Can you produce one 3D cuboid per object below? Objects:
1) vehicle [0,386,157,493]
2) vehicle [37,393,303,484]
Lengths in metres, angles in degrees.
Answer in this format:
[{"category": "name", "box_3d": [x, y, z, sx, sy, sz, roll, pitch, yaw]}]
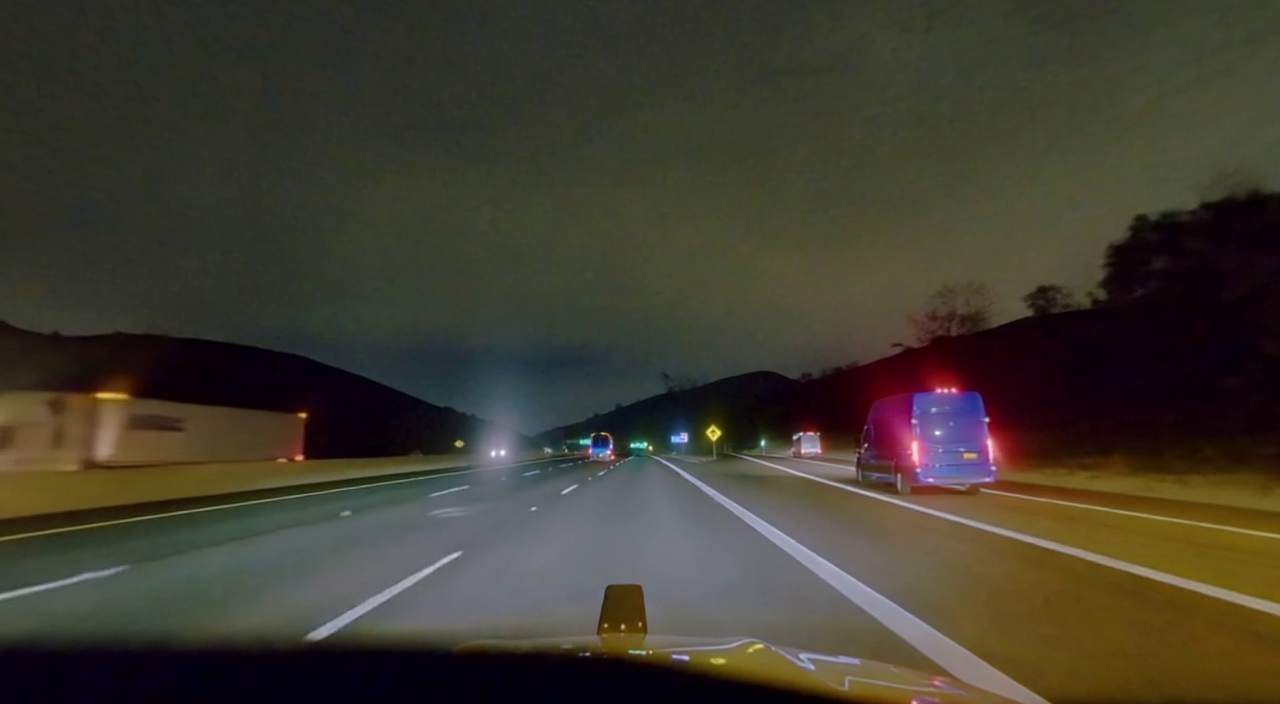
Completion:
[{"category": "vehicle", "box_3d": [-26.078, 3.829, 27.298, 3.058, 4.063, 8.617, 0, -8, 1]}, {"category": "vehicle", "box_3d": [-26.126, 5.200, 37.333, 2.883, 4.138, 16.730, 0, -8, 0]}]
